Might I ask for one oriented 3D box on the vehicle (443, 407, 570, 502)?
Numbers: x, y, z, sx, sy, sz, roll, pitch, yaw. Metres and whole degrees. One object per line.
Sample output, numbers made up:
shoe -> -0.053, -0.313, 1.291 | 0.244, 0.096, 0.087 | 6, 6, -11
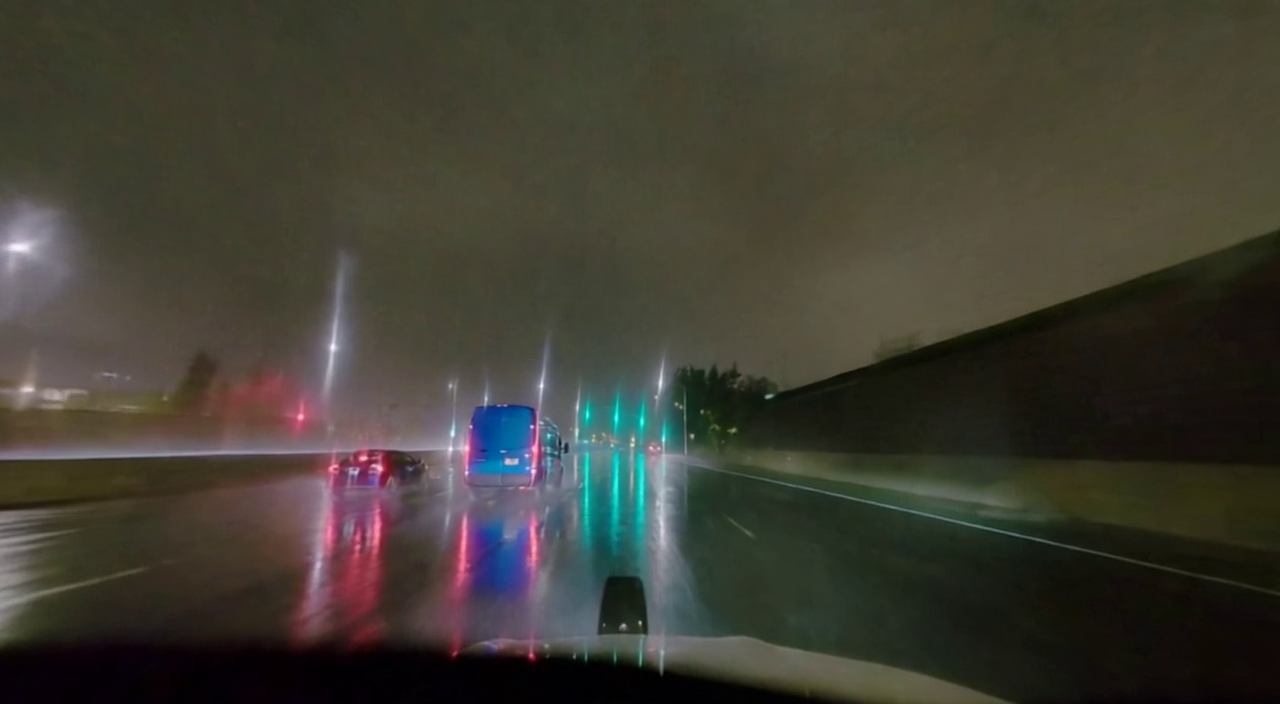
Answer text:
vehicle -> -3.536, 2.883, 17.931 | 2.372, 2.248, 5.393 | -1, -9, 1

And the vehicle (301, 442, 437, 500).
vehicle -> -7.994, 3.528, 19.118 | 1.987, 1.490, 4.781 | -1, -9, 0
